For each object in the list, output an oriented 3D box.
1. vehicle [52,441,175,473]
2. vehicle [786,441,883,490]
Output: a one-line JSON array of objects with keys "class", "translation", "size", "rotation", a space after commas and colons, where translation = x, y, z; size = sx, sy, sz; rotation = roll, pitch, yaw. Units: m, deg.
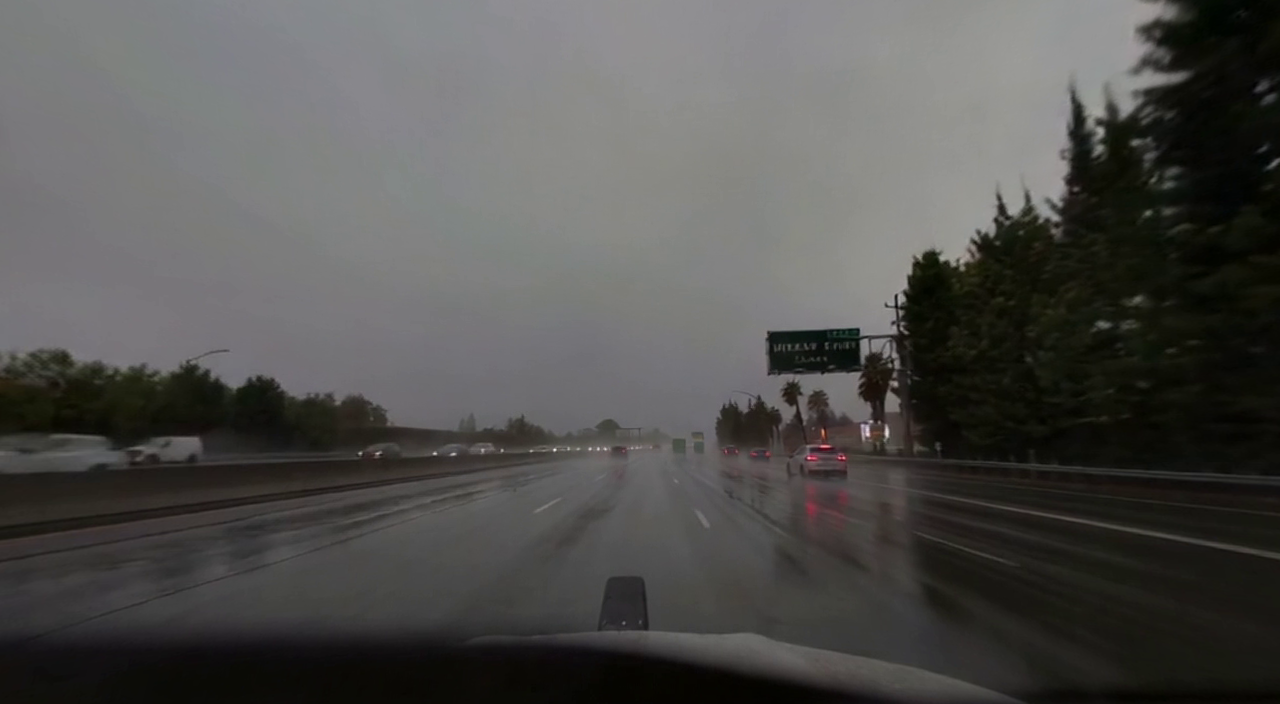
[{"class": "vehicle", "translation": [-25.456, 5.068, 30.748], "size": [1.804, 1.447, 4.646], "rotation": [-1, -8, 3]}, {"class": "vehicle", "translation": [6.861, 4.039, 22.872], "size": [2.071, 1.543, 4.702], "rotation": [0, -8, 1]}]
